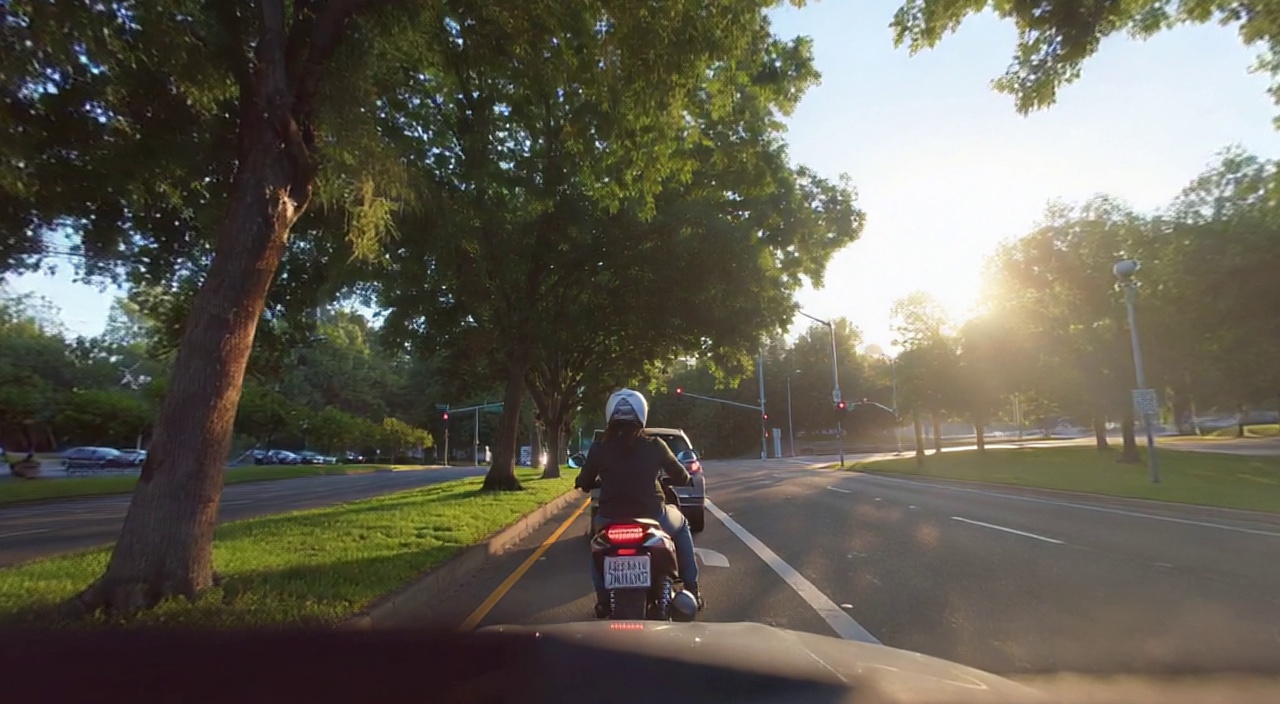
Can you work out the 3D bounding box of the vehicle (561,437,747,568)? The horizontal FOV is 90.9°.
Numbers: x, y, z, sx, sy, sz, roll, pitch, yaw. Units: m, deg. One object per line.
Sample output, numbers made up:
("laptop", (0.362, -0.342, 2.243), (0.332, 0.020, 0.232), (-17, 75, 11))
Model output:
("vehicle", (0.120, 2.024, 9.405), (2.093, 1.450, 4.437), (0, -8, -1))
